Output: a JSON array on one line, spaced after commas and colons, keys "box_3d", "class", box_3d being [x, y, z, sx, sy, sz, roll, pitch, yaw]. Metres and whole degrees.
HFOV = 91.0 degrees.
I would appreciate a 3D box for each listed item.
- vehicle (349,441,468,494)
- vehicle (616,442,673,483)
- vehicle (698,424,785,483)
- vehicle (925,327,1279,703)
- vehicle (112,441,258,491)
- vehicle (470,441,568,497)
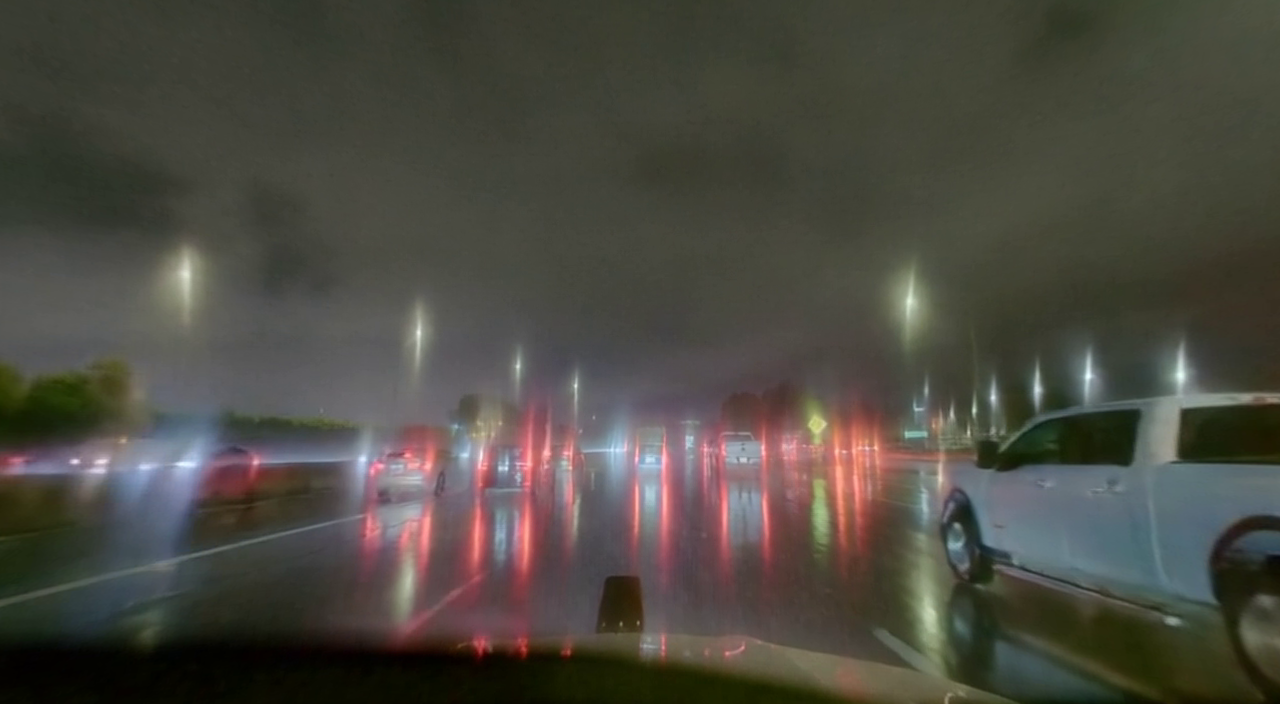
[{"box_3d": [-7.381, 3.716, 20.628, 2.065, 1.519, 4.491, 0, -9, 2], "class": "vehicle"}, {"box_3d": [0.219, 4.372, 25.162, 2.071, 1.478, 4.130, 0, -9, 1], "class": "vehicle"}, {"box_3d": [4.082, 4.286, 26.734, 2.802, 2.151, 6.579, 0, -9, 2], "class": "vehicle"}, {"box_3d": [3.648, 0.952, 3.595, 2.045, 1.768, 4.249, 0, -9, 0], "class": "vehicle"}, {"box_3d": [-15.795, 3.957, 22.183, 1.880, 1.565, 4.171, 0, -9, 2], "class": "vehicle"}, {"box_3d": [-3.520, 3.507, 19.223, 1.996, 1.488, 4.451, 0, -9, 2], "class": "vehicle"}]
